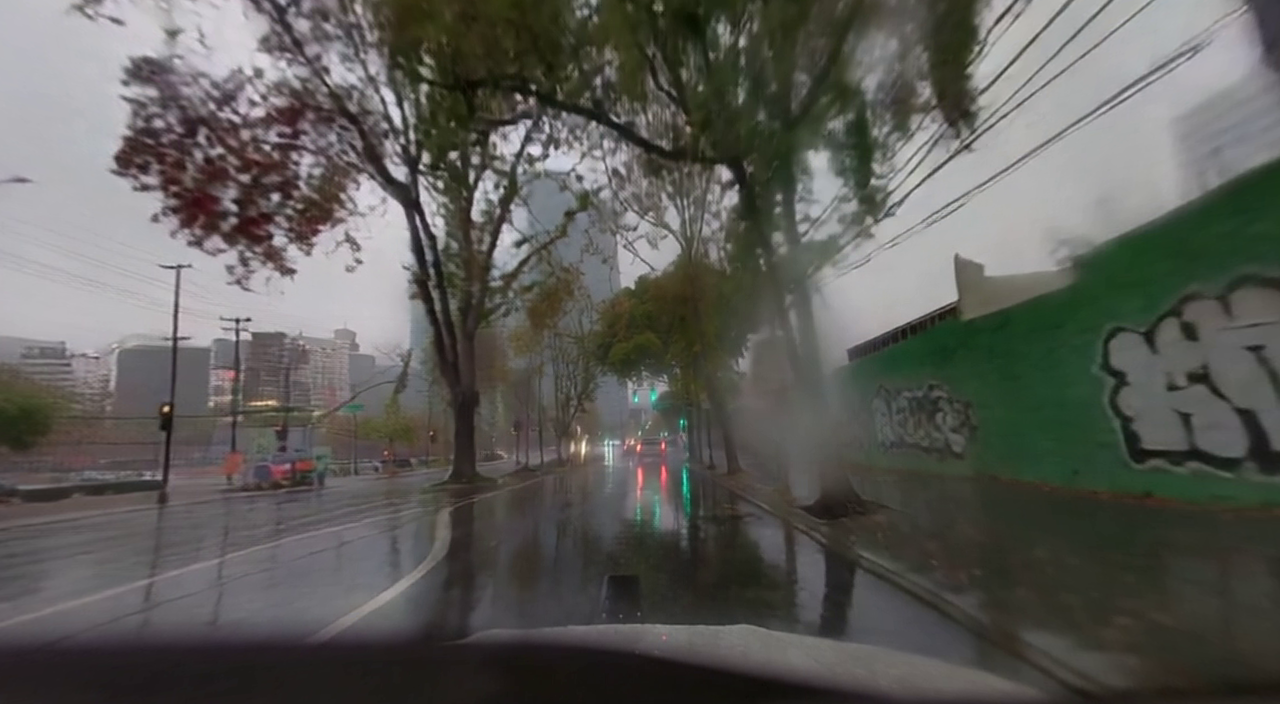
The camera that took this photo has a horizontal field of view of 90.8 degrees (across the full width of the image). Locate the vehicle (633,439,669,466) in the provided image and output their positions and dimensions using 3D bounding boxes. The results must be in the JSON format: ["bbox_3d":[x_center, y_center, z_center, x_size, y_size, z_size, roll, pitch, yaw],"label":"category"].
[{"bbox_3d":[0.692,6.271,39.552,2.105,1.611,3.750,0,-8,1],"label":"vehicle"}]
